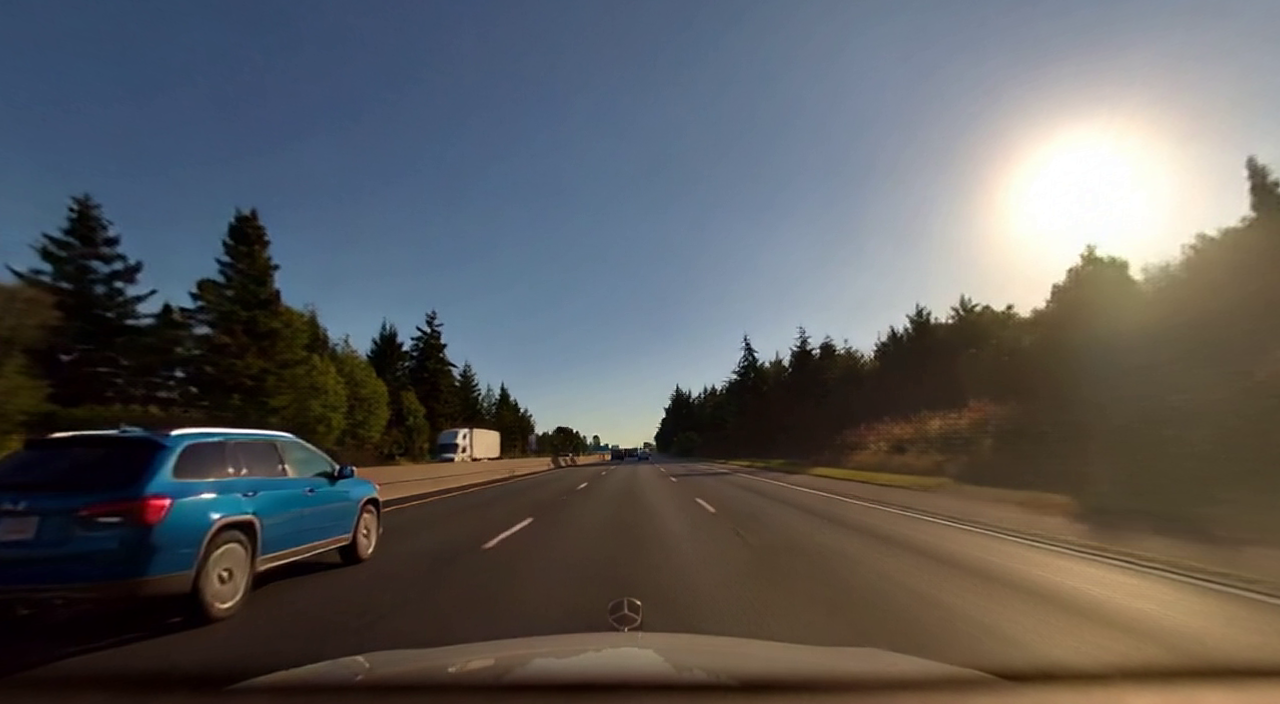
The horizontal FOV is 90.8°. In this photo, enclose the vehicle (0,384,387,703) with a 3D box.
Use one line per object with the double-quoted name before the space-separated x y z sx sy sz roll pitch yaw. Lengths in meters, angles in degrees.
"vehicle" -4.356 1.387 5.810 2.110 1.727 4.607 0 -9 0
